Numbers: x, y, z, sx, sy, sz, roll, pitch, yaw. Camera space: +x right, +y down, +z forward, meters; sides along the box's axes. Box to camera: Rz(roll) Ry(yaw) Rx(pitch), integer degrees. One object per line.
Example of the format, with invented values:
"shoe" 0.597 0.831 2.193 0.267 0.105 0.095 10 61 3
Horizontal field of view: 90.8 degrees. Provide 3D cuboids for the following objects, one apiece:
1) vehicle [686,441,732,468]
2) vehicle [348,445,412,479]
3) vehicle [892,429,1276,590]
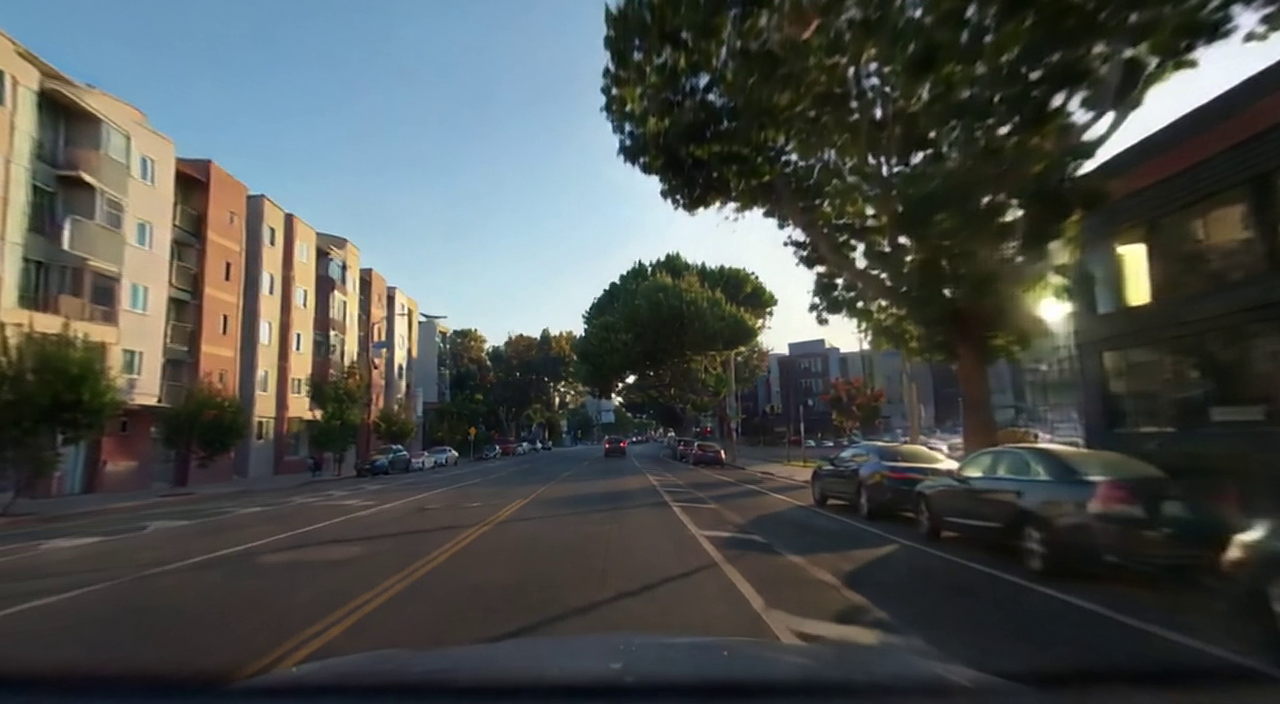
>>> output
"vehicle" 3.975 5.971 37.027 2.085 1.466 4.276 0 -8 -2
"vehicle" -13.990 5.909 34.306 1.908 1.694 4.306 1 -8 -5
"vehicle" 5.005 1.778 8.041 1.797 1.486 4.154 0 -8 -1
